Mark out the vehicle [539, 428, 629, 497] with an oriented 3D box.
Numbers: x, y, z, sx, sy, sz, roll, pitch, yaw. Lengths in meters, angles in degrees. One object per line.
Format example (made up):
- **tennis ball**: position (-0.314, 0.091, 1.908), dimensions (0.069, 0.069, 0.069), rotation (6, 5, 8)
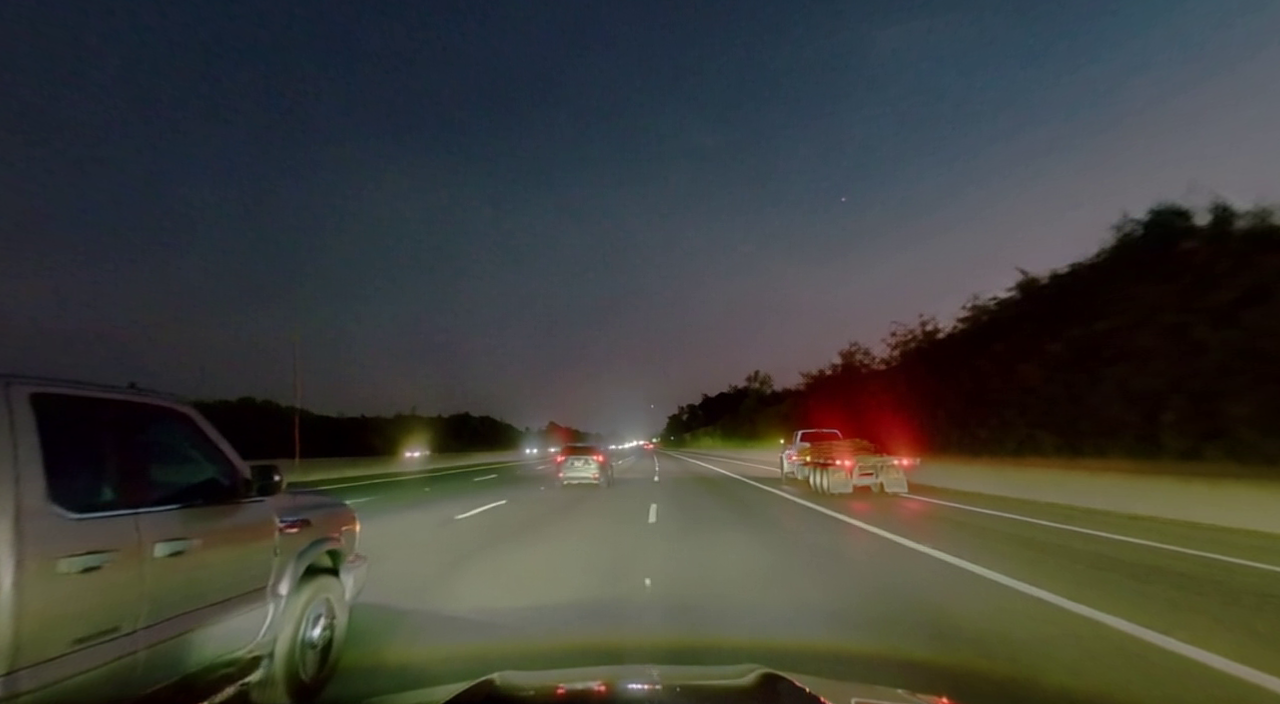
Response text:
- **vehicle**: position (-1.516, 3.233, 18.835), dimensions (2.114, 1.787, 4.365), rotation (-1, -8, 2)
